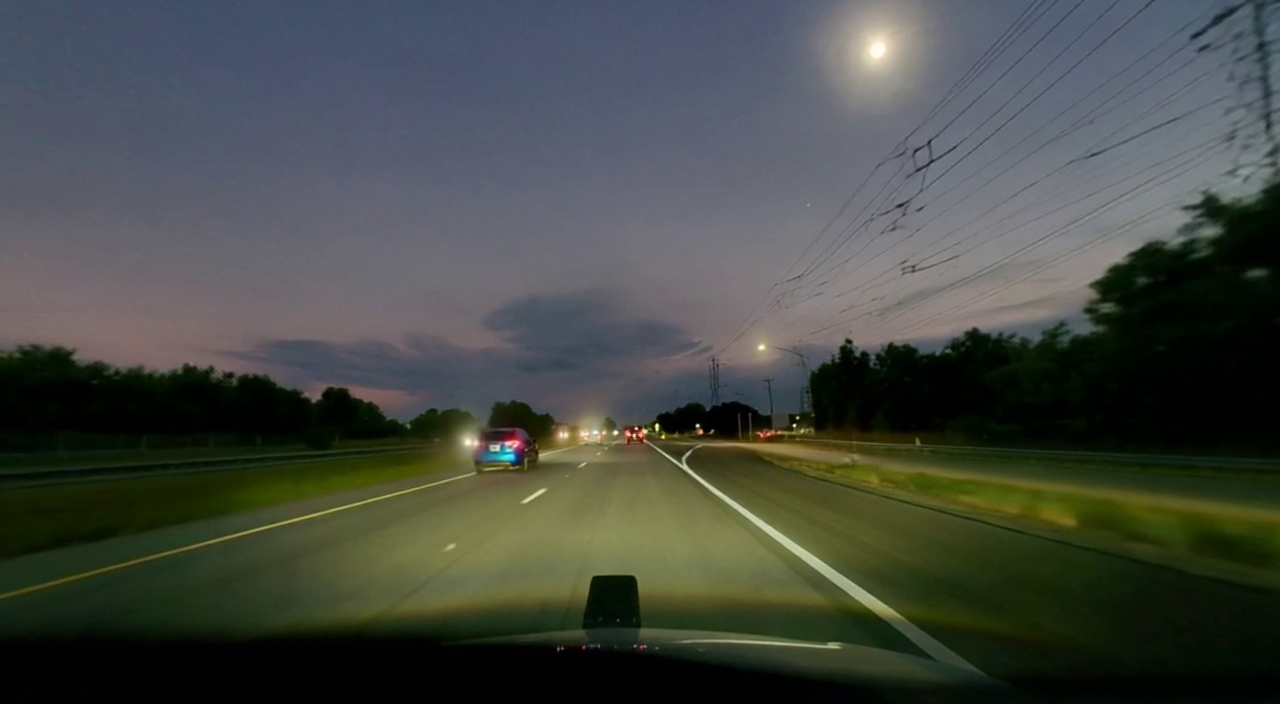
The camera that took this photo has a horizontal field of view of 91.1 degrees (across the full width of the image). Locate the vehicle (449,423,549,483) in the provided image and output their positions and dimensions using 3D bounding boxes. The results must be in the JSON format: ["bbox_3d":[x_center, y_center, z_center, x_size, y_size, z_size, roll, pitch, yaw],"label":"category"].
[{"bbox_3d":[-4.036,2.955,18.786,2.023,1.580,4.259,0,-8,0],"label":"vehicle"}]
